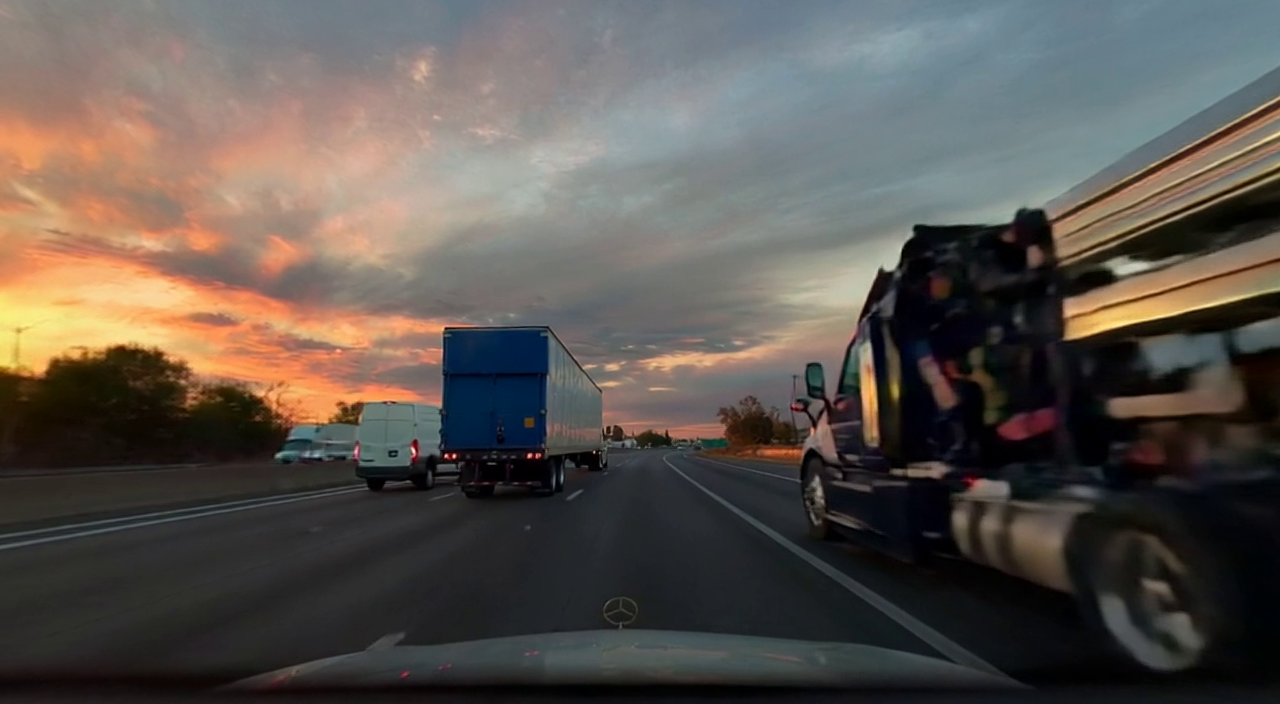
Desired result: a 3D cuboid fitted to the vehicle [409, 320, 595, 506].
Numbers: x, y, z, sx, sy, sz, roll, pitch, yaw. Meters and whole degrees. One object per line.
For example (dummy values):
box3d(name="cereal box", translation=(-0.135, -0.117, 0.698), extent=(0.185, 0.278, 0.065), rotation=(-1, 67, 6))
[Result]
box3d(name="vehicle", translation=(-3.636, 2.593, 22.235), extent=(2.939, 4.132, 16.303), rotation=(-1, -9, 0))

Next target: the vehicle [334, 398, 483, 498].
box3d(name="vehicle", translation=(-6.965, 3.014, 20.025), extent=(2.385, 2.672, 6.049), rotation=(0, -8, 0))
